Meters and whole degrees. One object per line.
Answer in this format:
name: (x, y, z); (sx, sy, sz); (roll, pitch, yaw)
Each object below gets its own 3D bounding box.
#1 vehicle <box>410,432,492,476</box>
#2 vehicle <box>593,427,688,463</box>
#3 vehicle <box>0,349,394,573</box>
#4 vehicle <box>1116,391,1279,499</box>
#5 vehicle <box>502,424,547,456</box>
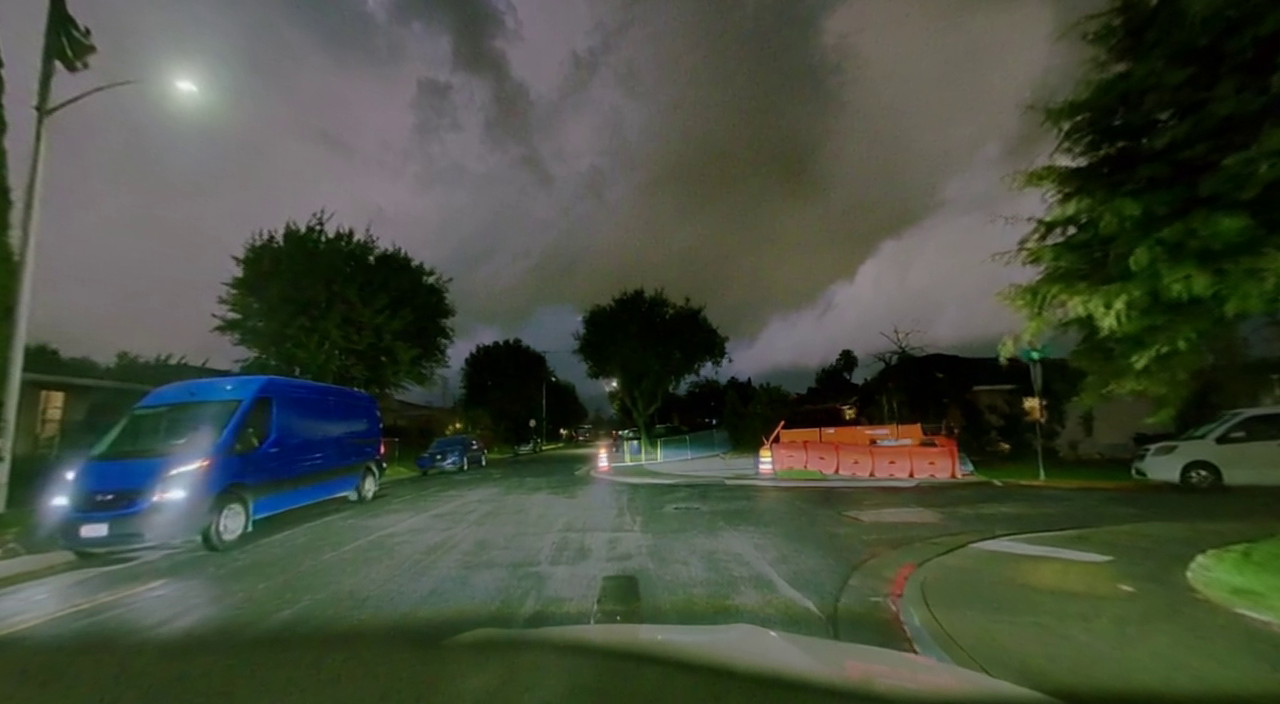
vehicle: (-7.065, 3.816, 23.940); (1.899, 1.524, 4.082); (0, -8, -1)
vehicle: (0.084, 4.102, 27.961); (4.070, 1.436, 1.827); (7, -10, -42)
vehicle: (-6.623, 1.625, 10.894); (2.284, 2.500, 7.006); (-2, -6, -3)
vehicle: (12.186, 1.752, 11.996); (4.624, 1.924, 2.005); (-5, -9, 29)
vehicle: (-7.430, 5.696, 41.024); (2.042, 1.937, 4.960); (0, -8, -1)
